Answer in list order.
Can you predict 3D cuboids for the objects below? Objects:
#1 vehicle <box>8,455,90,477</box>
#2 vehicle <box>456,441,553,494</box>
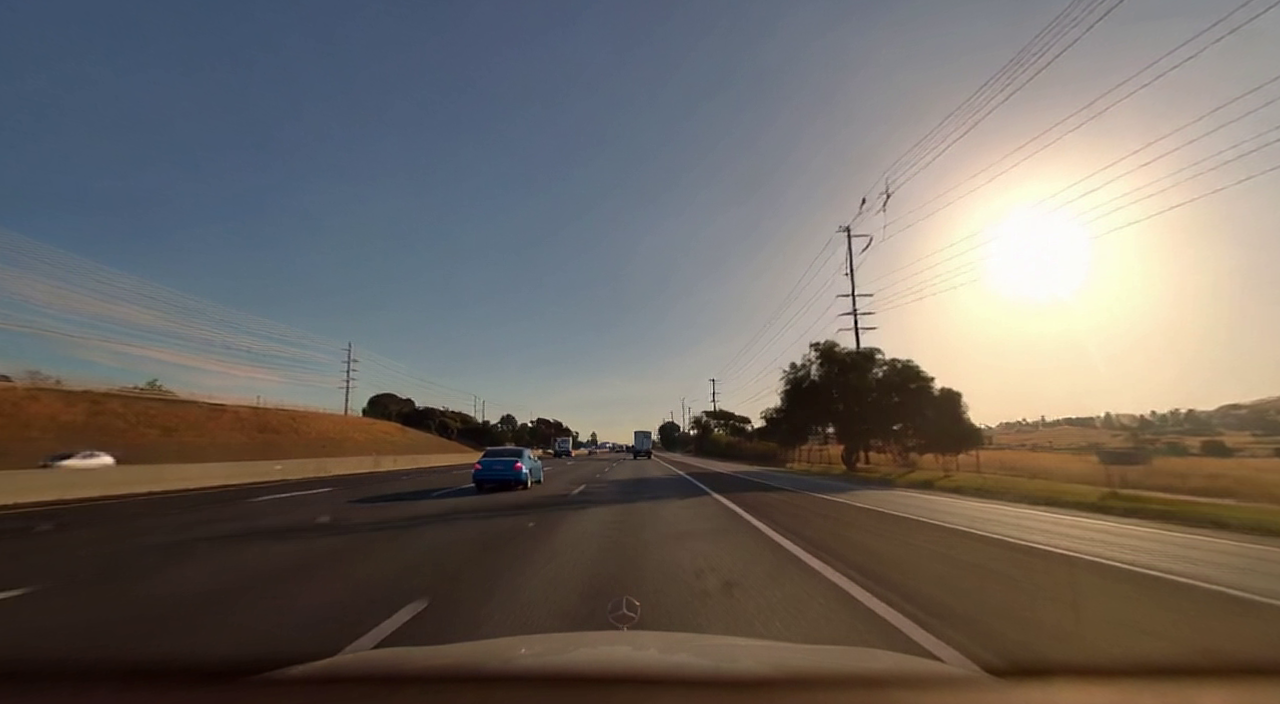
[{"bbox_3d":[-43.404,8.359,46.397,1.766,1.493,4.410,0,-9,0],"label":"vehicle"},{"bbox_3d":[-4.248,3.703,20.582,2.104,1.501,4.459,0,-9,1],"label":"vehicle"}]
